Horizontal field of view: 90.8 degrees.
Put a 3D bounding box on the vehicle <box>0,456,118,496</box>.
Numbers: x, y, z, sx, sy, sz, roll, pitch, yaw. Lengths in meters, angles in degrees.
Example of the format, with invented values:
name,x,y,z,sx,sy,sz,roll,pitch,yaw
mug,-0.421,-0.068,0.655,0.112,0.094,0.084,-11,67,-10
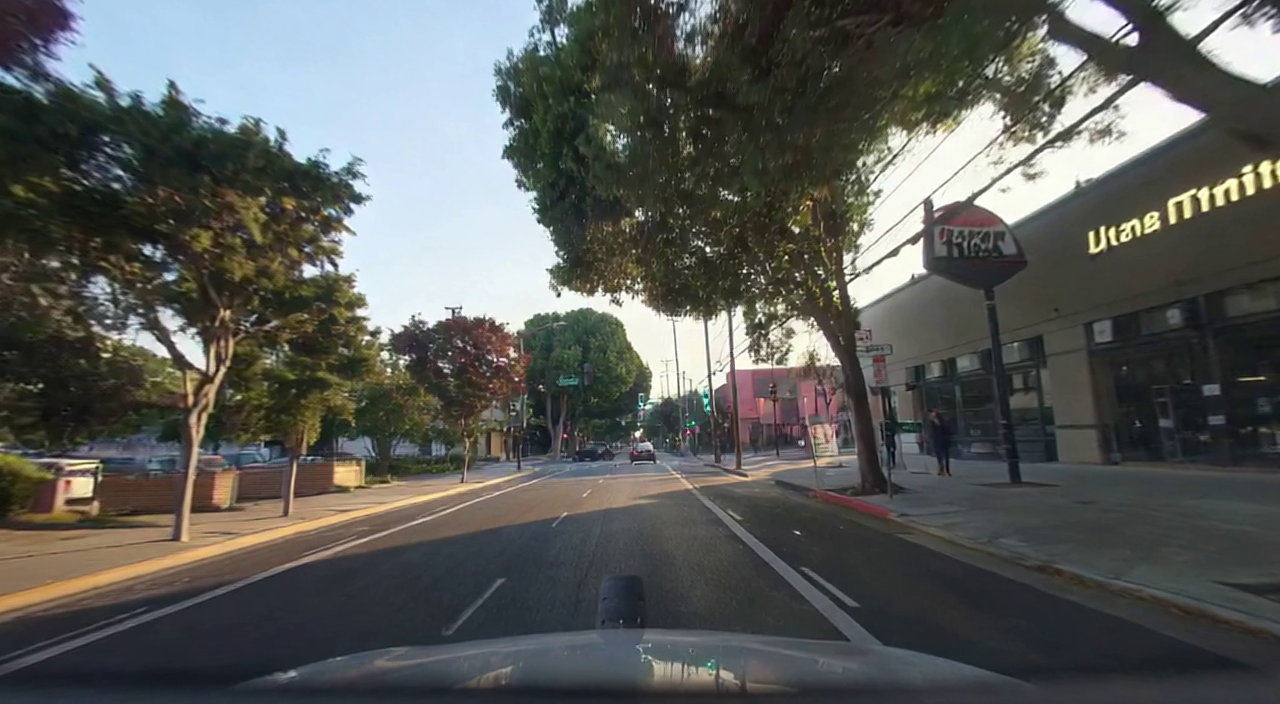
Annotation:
name,x,y,z,sx,sy,sz,roll,pitch,yaw
vehicle,-26.072,5.488,28.083,3.892,1.518,2.147,-2,-8,2

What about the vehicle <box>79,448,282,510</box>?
name,x,y,z,sx,sy,sz,roll,pitch,yaw
vehicle,-13.138,3.624,18.285,4.294,1.634,1.972,0,-8,1

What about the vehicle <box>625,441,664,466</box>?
name,x,y,z,sx,sy,sz,roll,pitch,yaw
vehicle,0.213,6.439,40.122,2.118,1.478,4.624,1,-8,-5
